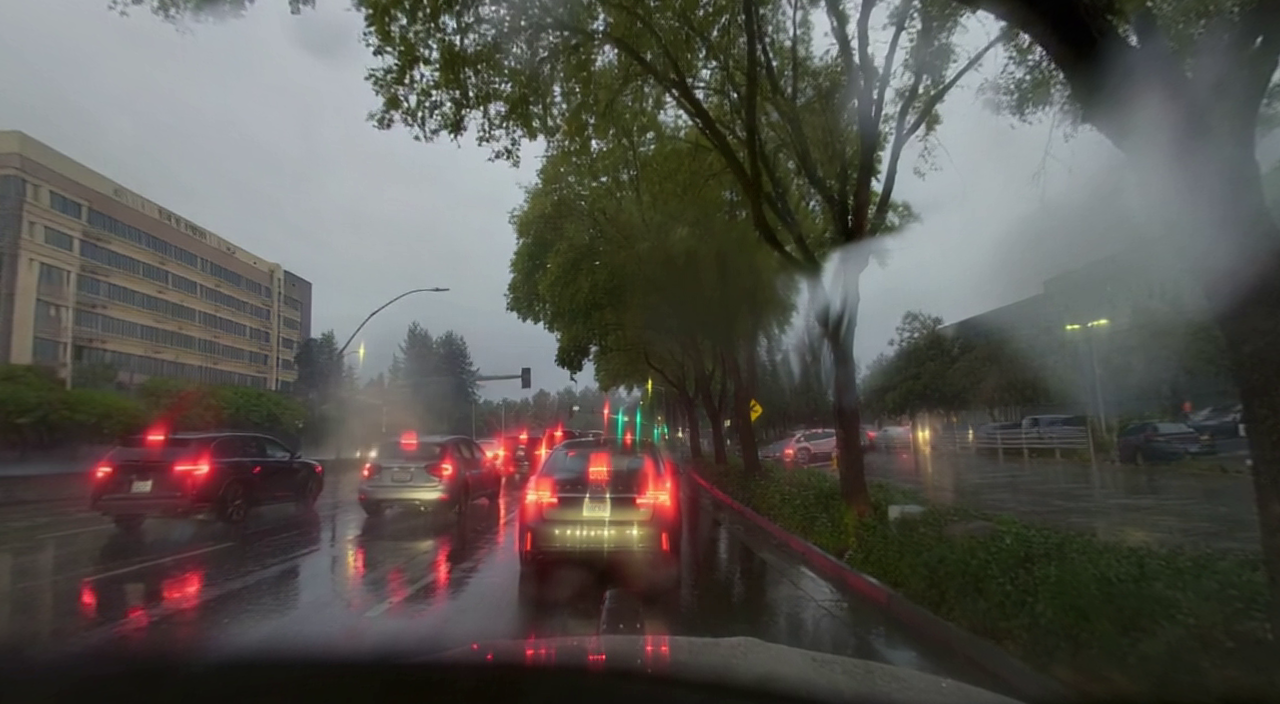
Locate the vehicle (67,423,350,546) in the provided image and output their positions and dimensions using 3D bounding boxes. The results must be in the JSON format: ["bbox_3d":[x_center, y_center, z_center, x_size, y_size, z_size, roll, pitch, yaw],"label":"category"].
[{"bbox_3d":[-7.348,2.272,11.487,2.068,1.784,4.224,0,-9,1],"label":"vehicle"}]

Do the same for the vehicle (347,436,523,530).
[{"bbox_3d":[-3.783,2.485,12.682,1.913,1.521,4.539,0,-9,1],"label":"vehicle"}]

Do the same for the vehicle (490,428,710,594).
[{"bbox_3d":[-0.387,1.798,7.999,2.066,1.544,3.954,0,-9,0],"label":"vehicle"}]
